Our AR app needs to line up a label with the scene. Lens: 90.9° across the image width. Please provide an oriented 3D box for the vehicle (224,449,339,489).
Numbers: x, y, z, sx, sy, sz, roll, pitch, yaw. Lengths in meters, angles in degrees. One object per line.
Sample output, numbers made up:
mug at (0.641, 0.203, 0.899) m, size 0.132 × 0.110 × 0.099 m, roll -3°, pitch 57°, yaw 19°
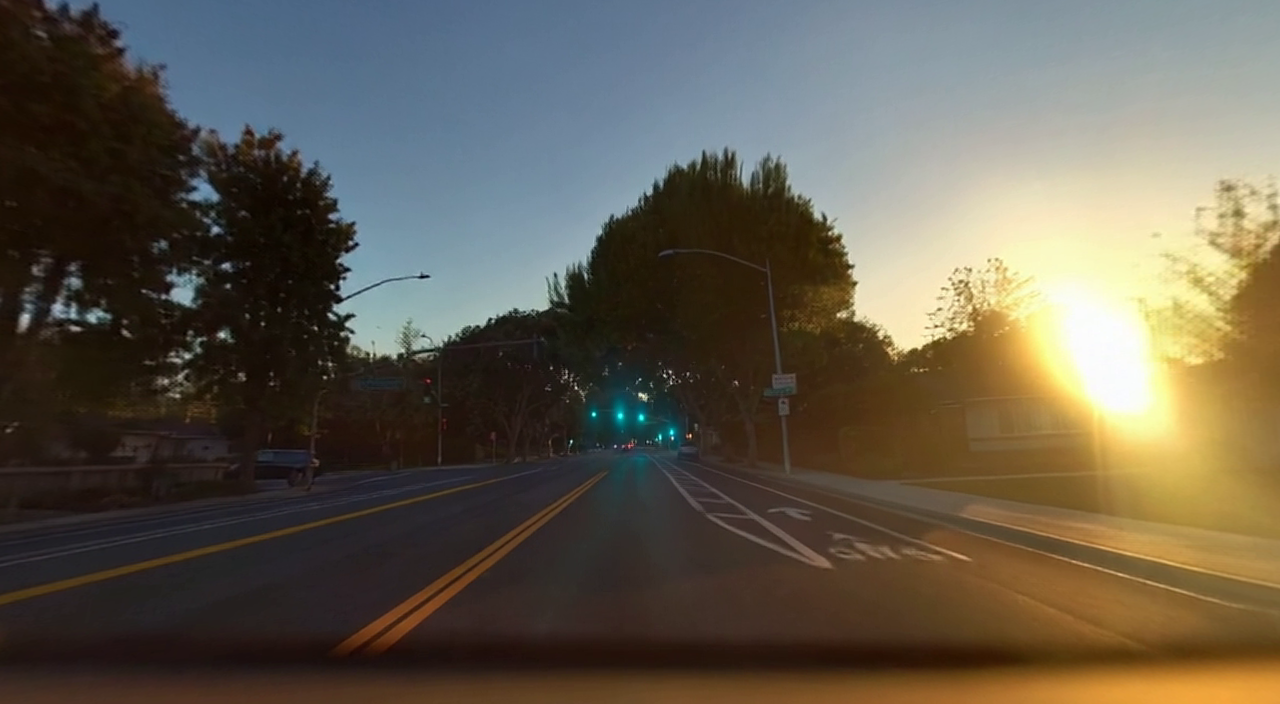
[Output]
vehicle at (-21.915, 7.171, 38.662) m, size 5.841 × 1.902 × 2.244 m, roll -5°, pitch -8°, yaw 4°

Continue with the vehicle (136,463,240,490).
vehicle at (-27.751, 7.638, 38.836) m, size 4.696 × 1.518 × 2.224 m, roll 0°, pitch -8°, yaw -2°
